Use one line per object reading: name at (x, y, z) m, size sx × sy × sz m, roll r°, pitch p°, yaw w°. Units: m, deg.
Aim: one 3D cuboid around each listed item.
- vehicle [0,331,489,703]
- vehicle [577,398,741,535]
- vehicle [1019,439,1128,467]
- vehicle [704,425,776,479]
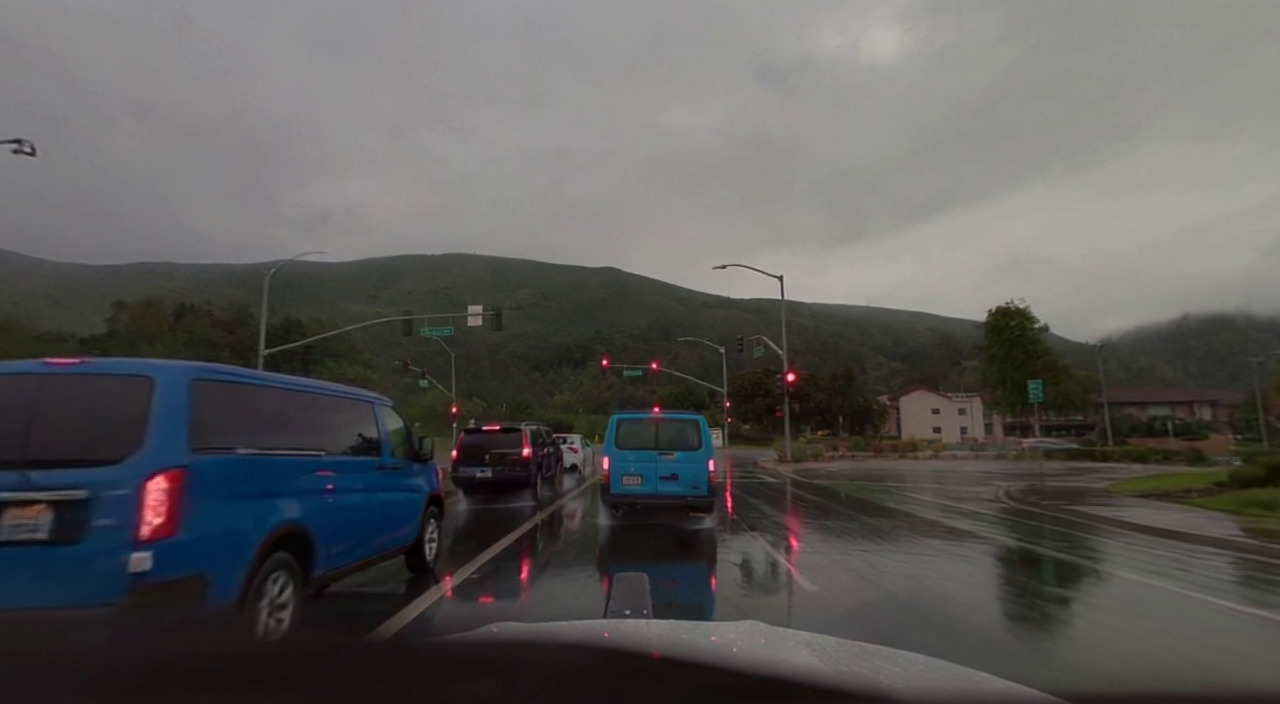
vehicle at (-2.831, 1.138, 4.758) m, size 2.131 × 1.783 × 4.540 m, roll 0°, pitch -8°, yaw 2°
vehicle at (0.238, 1.855, 10.694) m, size 2.185 × 1.822 × 4.391 m, roll 0°, pitch -8°, yaw 0°
vehicle at (23.990, 5.591, 35.000) m, size 4.696 × 1.461 × 1.810 m, roll 0°, pitch -8°, yaw -1°
vehicle at (3.267, 3.367, 21.398) m, size 1.817 × 1.662 × 3.843 m, roll 0°, pitch -8°, yaw 0°
